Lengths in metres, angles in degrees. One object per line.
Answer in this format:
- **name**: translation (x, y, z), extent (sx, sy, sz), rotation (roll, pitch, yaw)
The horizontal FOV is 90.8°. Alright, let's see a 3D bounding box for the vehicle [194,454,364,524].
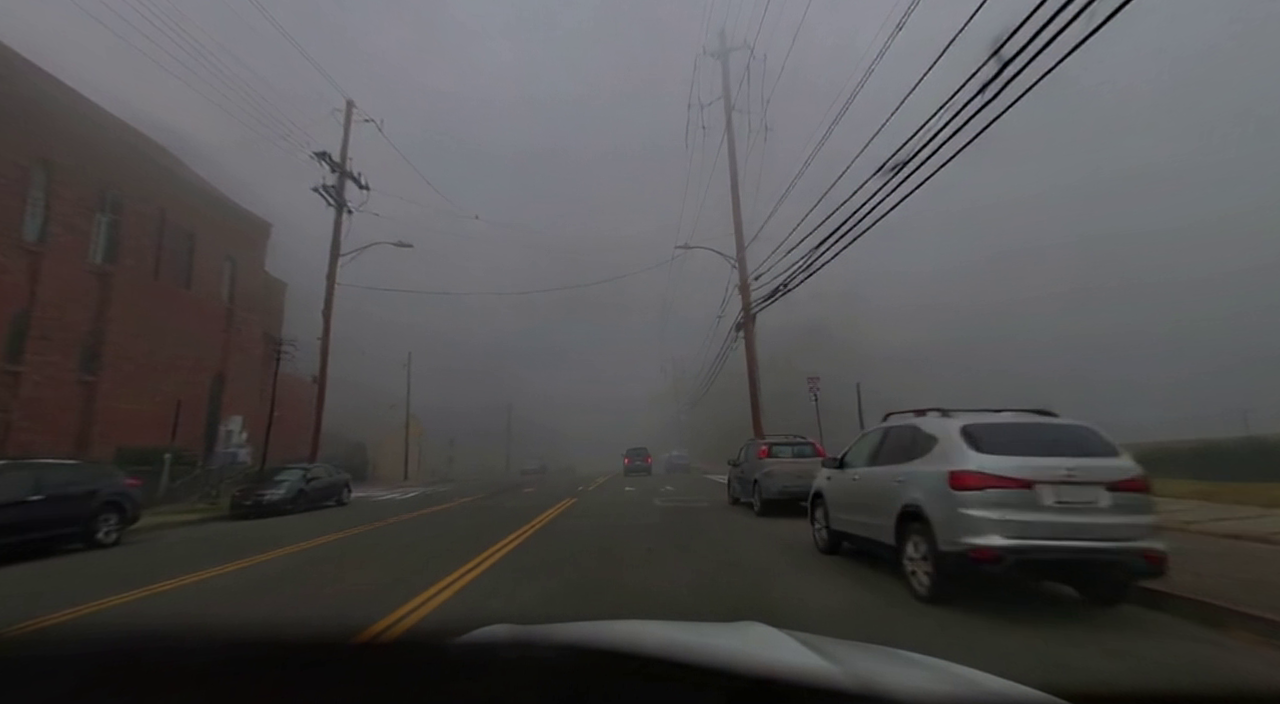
- **vehicle**: translation (-10.018, 3.862, 18.120), extent (2.079, 1.550, 4.865), rotation (-4, -11, -1)

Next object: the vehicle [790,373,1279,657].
- **vehicle**: translation (3.207, 1.361, 6.421), extent (2.102, 1.765, 4.674), rotation (-1, -8, -1)

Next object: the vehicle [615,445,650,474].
- **vehicle**: translation (-0.487, 7.064, 41.824), extent (2.190, 1.783, 4.048), rotation (-1, -8, -1)

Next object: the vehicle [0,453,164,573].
- **vehicle**: translation (-10.128, 2.477, 9.610), extent (1.980, 1.676, 4.884), rotation (-5, -10, 0)
